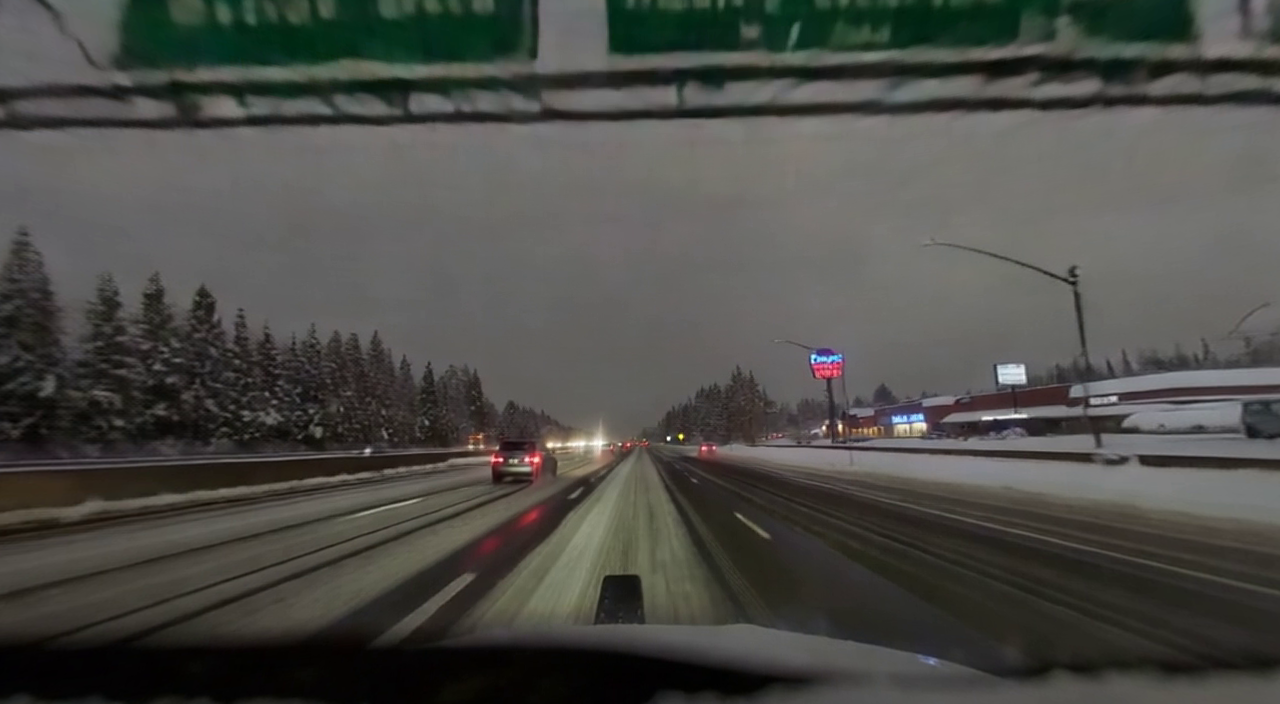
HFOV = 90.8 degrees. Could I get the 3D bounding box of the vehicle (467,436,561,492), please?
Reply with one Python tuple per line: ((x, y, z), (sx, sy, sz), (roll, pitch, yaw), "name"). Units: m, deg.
((-3.670, 3.343, 19.224), (1.939, 1.508, 4.272), (0, -8, 1), "vehicle")
